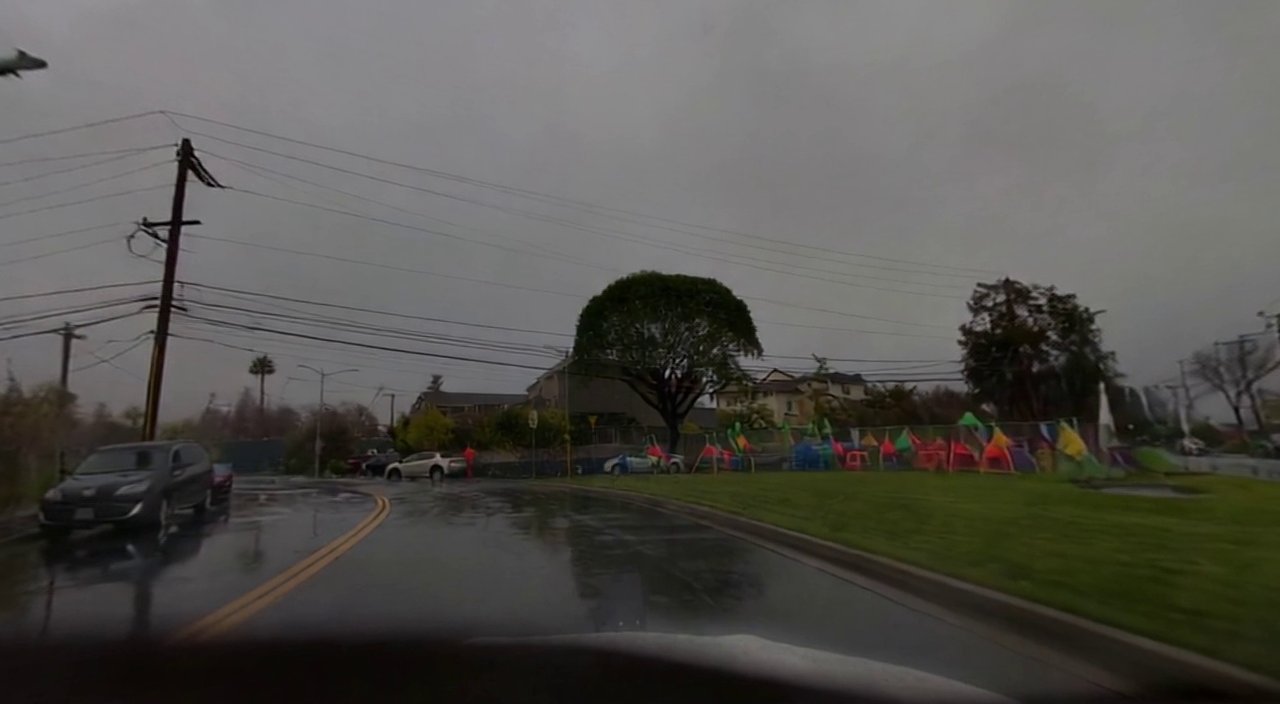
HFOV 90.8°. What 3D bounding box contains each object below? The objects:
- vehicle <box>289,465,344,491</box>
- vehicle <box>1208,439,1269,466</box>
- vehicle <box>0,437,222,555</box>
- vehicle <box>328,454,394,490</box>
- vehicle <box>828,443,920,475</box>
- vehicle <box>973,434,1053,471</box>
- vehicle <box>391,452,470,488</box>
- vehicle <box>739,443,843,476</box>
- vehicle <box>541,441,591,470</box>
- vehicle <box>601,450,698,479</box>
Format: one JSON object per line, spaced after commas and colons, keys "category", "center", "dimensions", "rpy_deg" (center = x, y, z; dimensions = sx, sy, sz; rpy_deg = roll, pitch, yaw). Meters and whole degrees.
{"category": "vehicle", "center": [-23.349, 9.026, 45.528], "dimensions": [4.075, 1.482, 1.789], "rpy_deg": [-5, -6, 35]}
{"category": "vehicle", "center": [40.837, 6.826, 43.193], "dimensions": [1.912, 1.455, 4.268], "rpy_deg": [-4, -5, 28]}
{"category": "vehicle", "center": [-10.577, 2.748, 13.088], "dimensions": [2.059, 1.732, 4.527], "rpy_deg": [1, -5, -19]}
{"category": "vehicle", "center": [-18.599, 7.909, 41.988], "dimensions": [4.844, 1.974, 2.092], "rpy_deg": [-6, -7, 40]}
{"category": "vehicle", "center": [12.785, 5.809, 34.511], "dimensions": [4.461, 1.417, 1.781], "rpy_deg": [1, -5, -15]}
{"category": "vehicle", "center": [23.175, 6.140, 39.207], "dimensions": [4.994, 1.898, 2.267], "rpy_deg": [2, -6, -35]}
{"category": "vehicle", "center": [-12.482, 6.962, 37.593], "dimensions": [4.586, 1.784, 1.890], "rpy_deg": [-4, -6, 31]}
{"category": "vehicle", "center": [7.937, 5.643, 33.411], "dimensions": [4.952, 1.472, 1.837], "rpy_deg": [0, -5, -7]}
{"category": "vehicle", "center": [-5.317, 7.496, 46.076], "dimensions": [2.164, 1.764, 4.492], "rpy_deg": [-3, -6, 14]}
{"category": "vehicle", "center": [0.543, 5.966, 33.628], "dimensions": [4.966, 1.377, 1.739], "rpy_deg": [-1, -6, 7]}
